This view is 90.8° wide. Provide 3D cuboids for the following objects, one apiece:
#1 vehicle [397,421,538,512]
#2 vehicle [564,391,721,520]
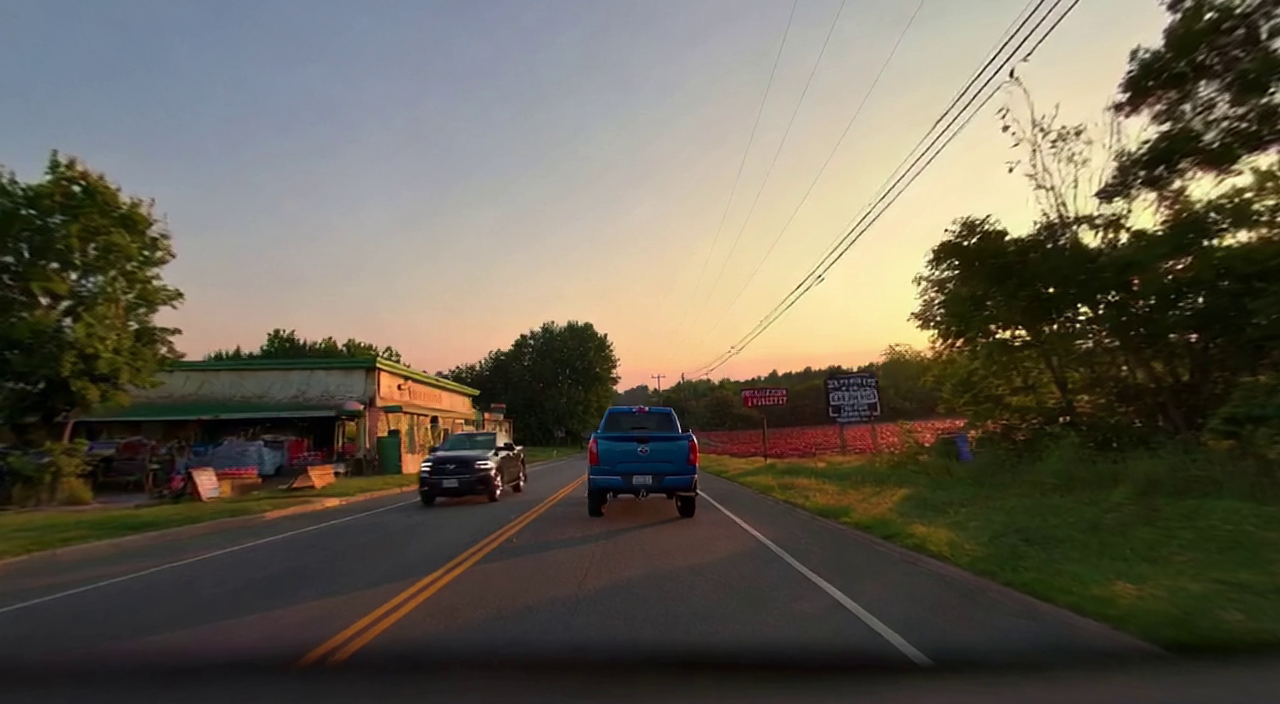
[{"bbox_3d":[-4.021,2.756,15.675,2.180,1.801,4.679,-2,-8,0],"label":"vehicle"},{"bbox_3d":[-0.040,2.218,13.926,2.693,2.223,5.885,0,-8,-2],"label":"vehicle"}]
